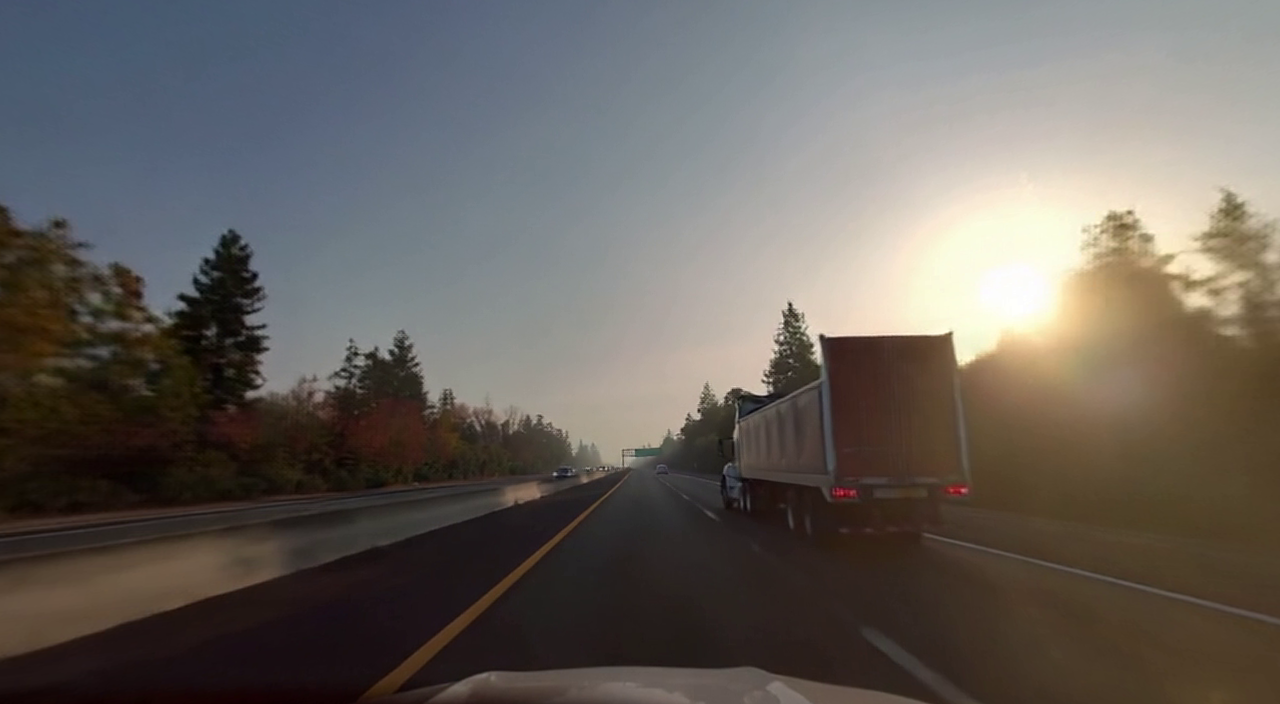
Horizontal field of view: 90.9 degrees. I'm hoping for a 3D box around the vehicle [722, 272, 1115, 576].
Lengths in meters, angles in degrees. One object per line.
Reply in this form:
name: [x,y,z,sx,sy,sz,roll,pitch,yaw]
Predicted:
vehicle: [4.547,2.107,15.161,3.204,4.102,13.306,1,-10,-1]
